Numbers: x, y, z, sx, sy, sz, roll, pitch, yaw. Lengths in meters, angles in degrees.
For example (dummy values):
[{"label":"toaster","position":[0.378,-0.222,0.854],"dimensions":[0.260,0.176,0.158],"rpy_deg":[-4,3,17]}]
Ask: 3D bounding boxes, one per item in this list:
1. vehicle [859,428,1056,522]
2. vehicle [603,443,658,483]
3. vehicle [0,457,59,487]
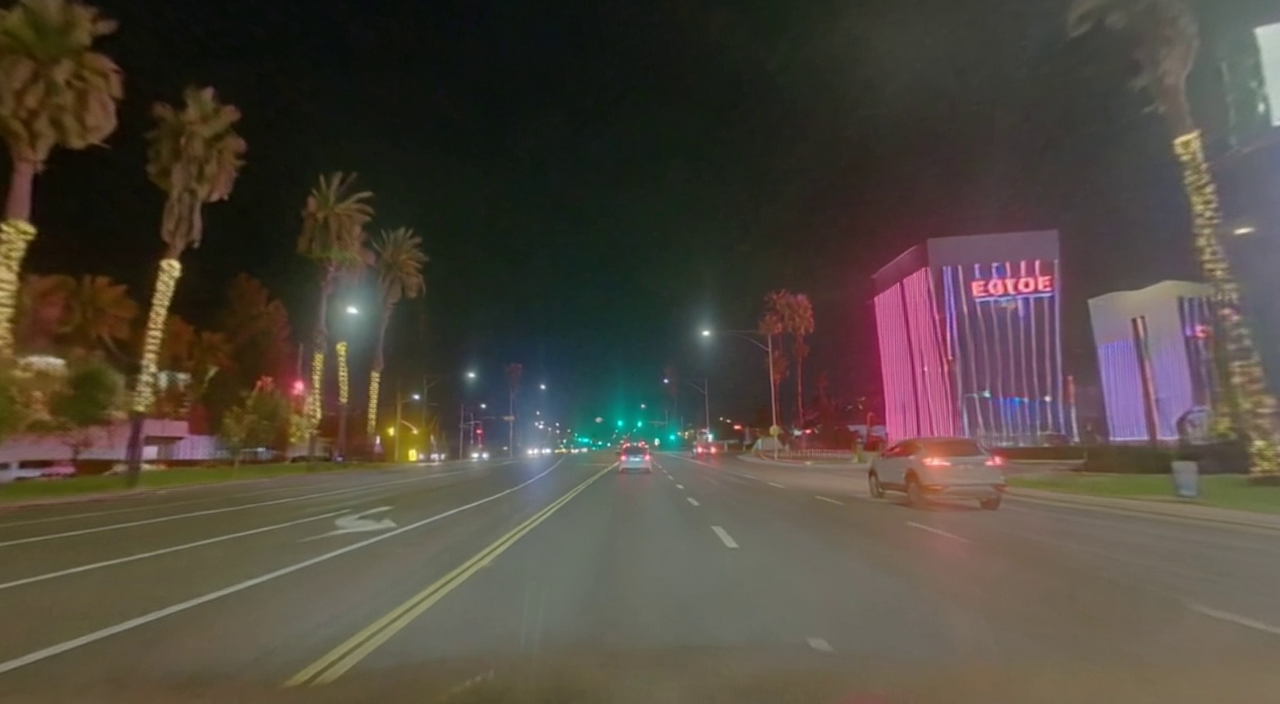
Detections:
[{"label":"vehicle","position":[6.284,2.455,13.075],"dimensions":[1.949,1.647,3.894],"rpy_deg":[0,-8,-2]},{"label":"vehicle","position":[-0.353,4.267,24.541],"dimensions":[1.970,1.402,3.756],"rpy_deg":[0,-8,0]},{"label":"vehicle","position":[-33.563,6.308,33.166],"dimensions":[3.986,1.432,1.885],"rpy_deg":[0,-8,0]}]
